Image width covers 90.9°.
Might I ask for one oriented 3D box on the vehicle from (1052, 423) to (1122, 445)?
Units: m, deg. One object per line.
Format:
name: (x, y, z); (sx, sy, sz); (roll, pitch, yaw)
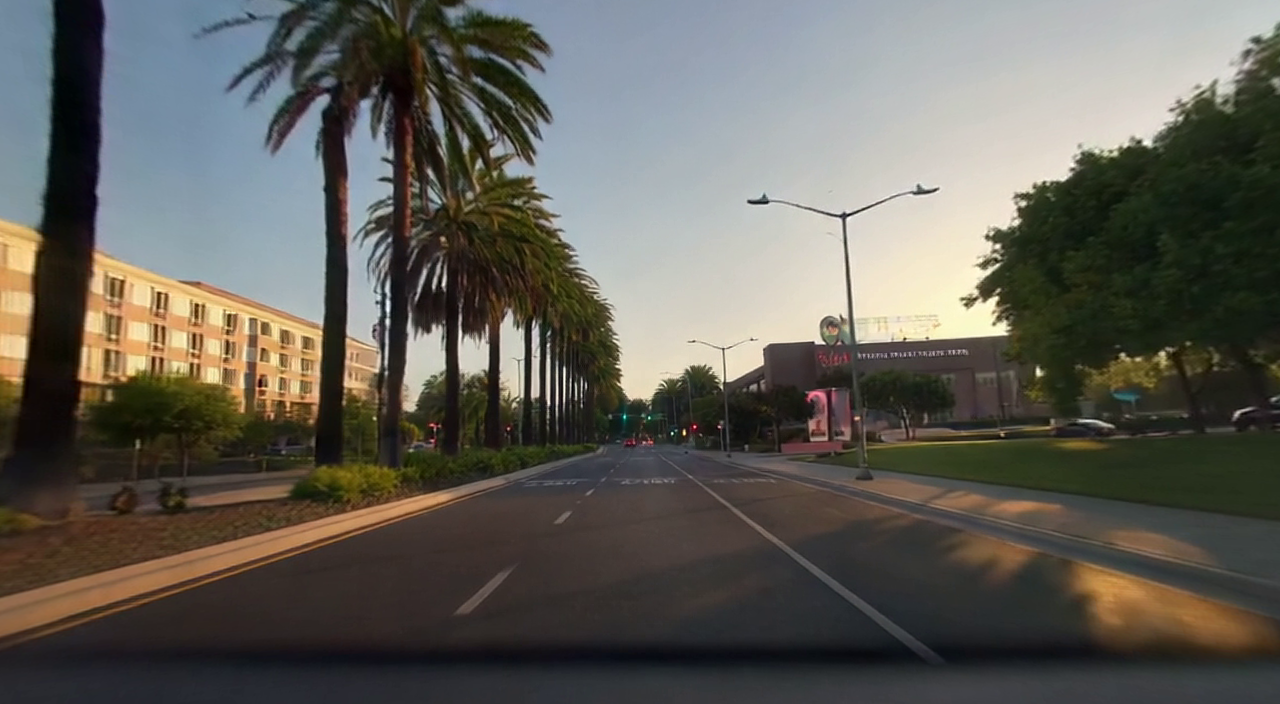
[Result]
vehicle: (34.588, 6.410, 48.947); (1.820, 1.571, 4.697); (0, -8, -3)
